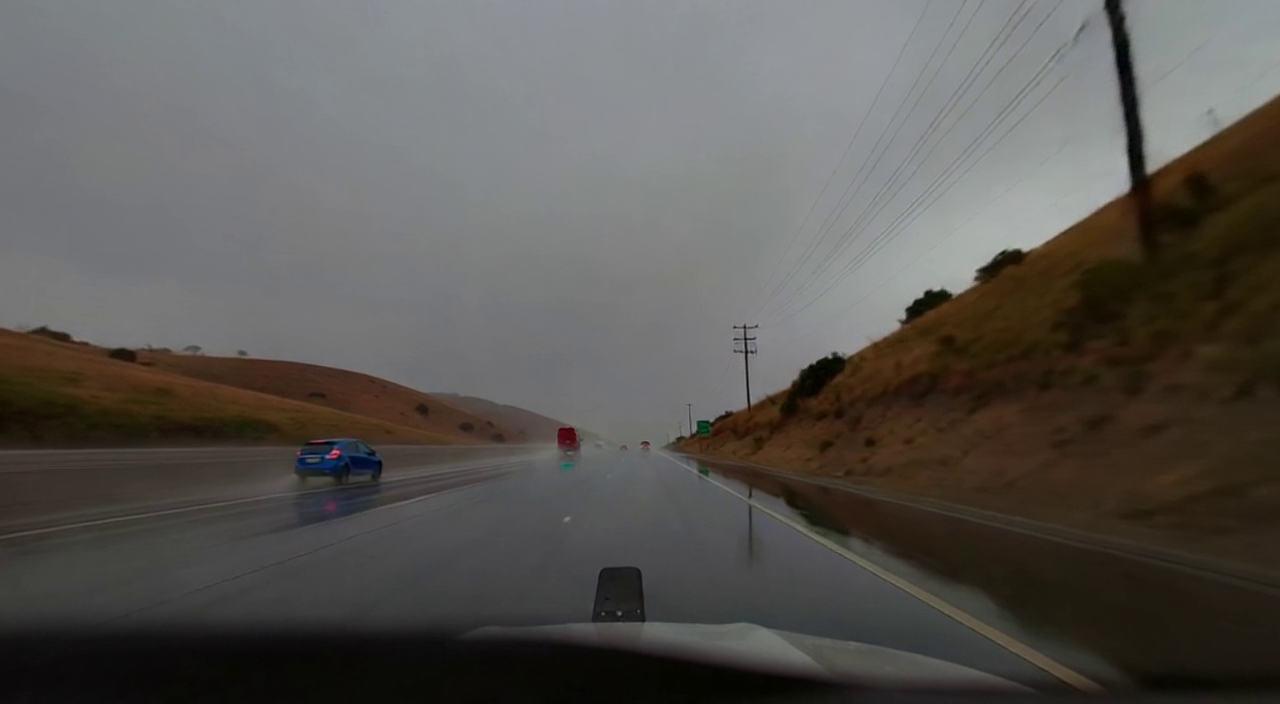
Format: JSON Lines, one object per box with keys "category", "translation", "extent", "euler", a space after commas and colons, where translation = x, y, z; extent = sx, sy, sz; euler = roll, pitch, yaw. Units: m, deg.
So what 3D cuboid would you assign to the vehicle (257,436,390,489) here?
{"category": "vehicle", "translation": [-10.420, 3.652, 21.245], "extent": [1.971, 1.558, 4.847], "euler": [0, -8, 0]}
